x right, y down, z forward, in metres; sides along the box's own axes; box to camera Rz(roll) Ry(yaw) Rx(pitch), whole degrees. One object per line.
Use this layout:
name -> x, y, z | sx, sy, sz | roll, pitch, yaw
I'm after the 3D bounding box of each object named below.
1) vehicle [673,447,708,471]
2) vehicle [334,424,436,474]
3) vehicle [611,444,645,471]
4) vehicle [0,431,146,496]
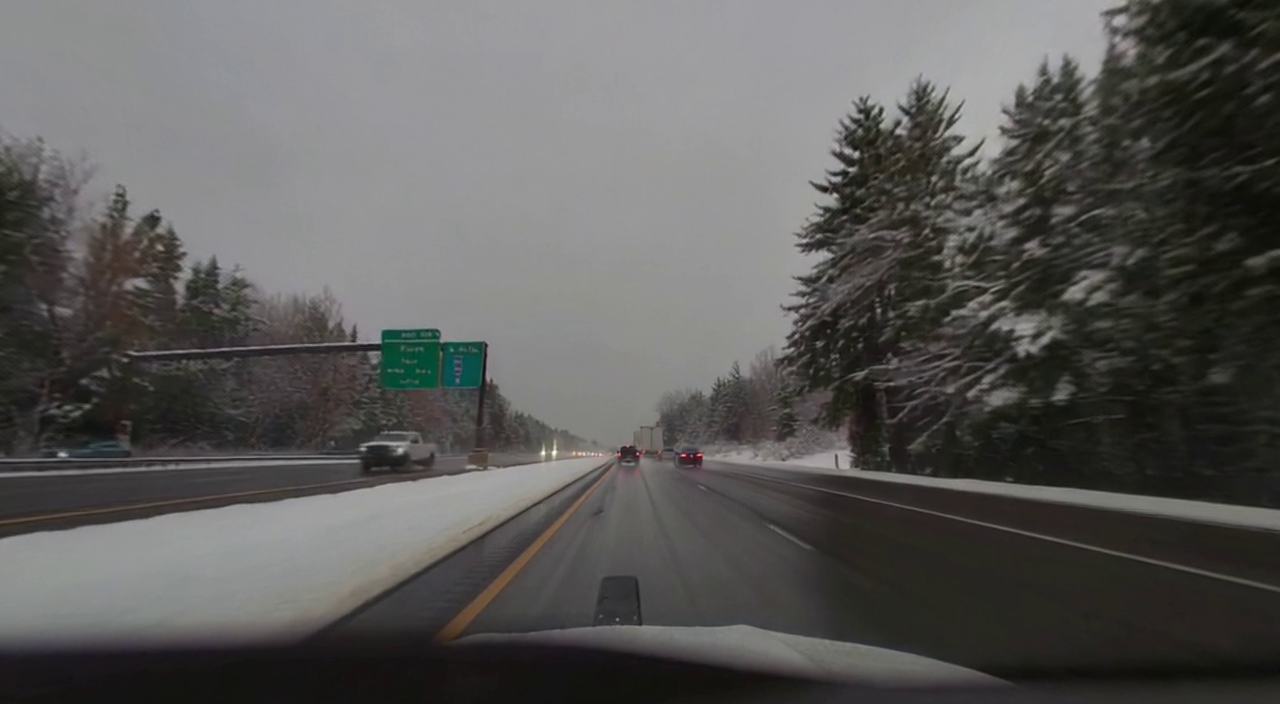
vehicle -> 3.373, 7.208, 42.516 | 1.968, 1.513, 3.911 | 0, -9, -2
vehicle -> -8.884, 3.435, 22.252 | 1.922, 1.561, 4.160 | 0, -9, -1
vehicle -> -0.788, 7.003, 41.922 | 2.151, 1.693, 4.201 | 0, -9, -1
vehicle -> -44.594, 8.065, 45.693 | 2.912, 4.269, 18.209 | 0, -9, -2
